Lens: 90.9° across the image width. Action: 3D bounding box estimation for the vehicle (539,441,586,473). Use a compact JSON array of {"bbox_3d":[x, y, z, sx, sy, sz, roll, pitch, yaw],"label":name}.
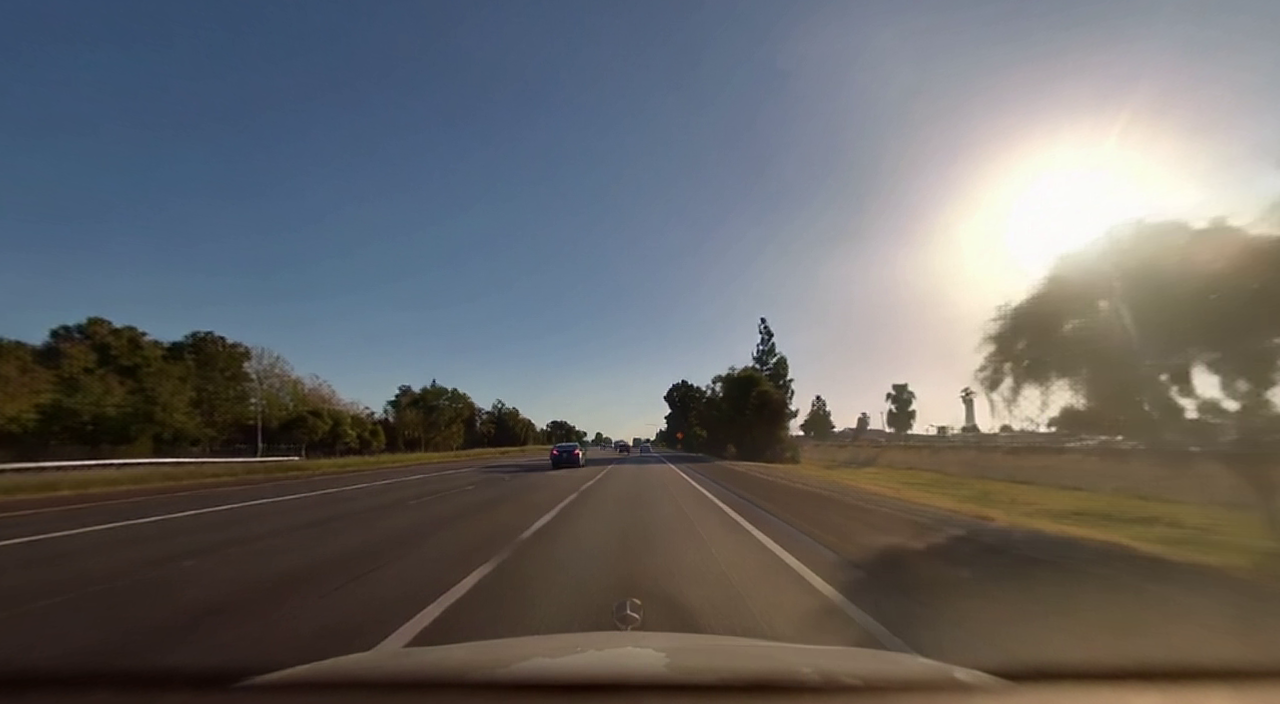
[{"bbox_3d":[-3.790,5.197,31.569,1.786,1.488,4.023,0,-8,1],"label":"vehicle"}]
